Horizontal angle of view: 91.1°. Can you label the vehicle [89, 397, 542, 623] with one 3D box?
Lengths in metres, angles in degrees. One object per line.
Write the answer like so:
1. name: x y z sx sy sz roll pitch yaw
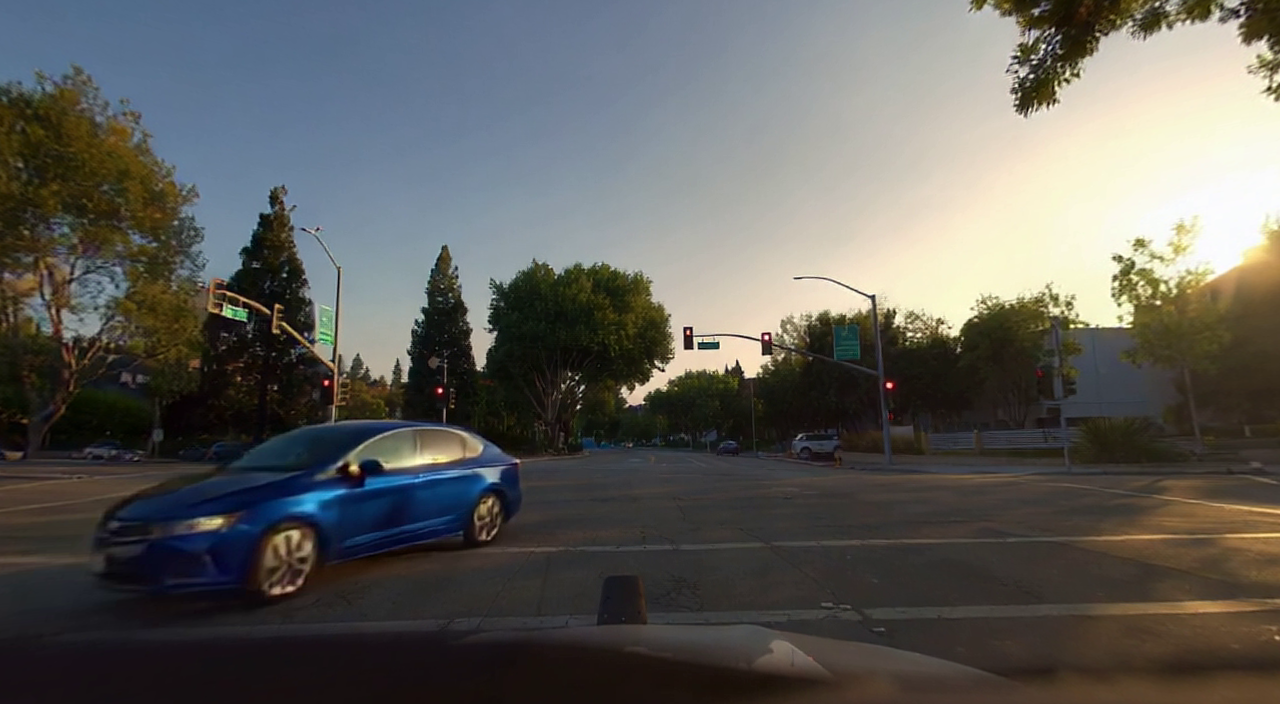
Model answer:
1. vehicle: -3.169 1.614 7.518 2.134 1.768 4.580 -3 -9 17
